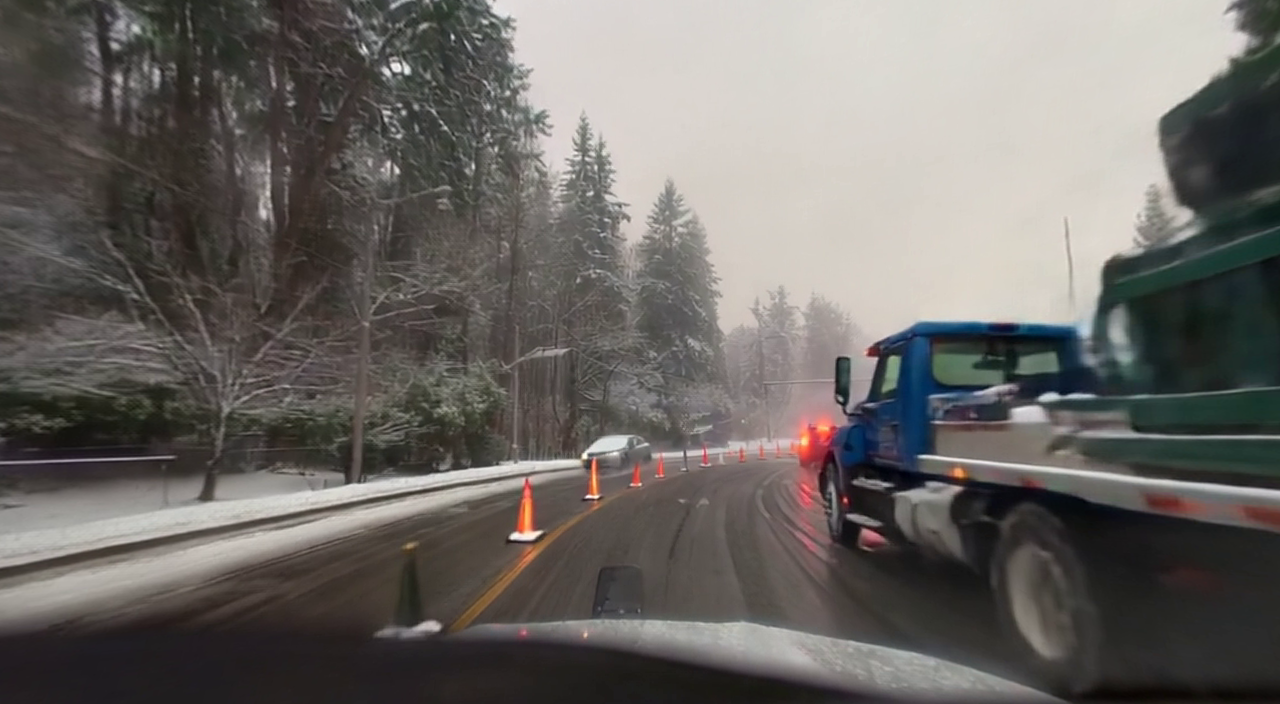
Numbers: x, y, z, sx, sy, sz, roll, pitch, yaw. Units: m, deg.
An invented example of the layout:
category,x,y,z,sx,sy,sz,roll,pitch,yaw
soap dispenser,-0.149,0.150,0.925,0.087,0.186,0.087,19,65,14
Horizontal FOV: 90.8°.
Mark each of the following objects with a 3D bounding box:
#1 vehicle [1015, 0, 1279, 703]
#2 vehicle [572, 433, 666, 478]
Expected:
category,x,y,z,sx,sy,sz,roll,pitch,yaw
vehicle,3.534,-0.120,1.018,2.874,2.542,4.840,-1,-8,1
vehicle,-0.677,3.770,23.433,1.945,1.494,4.201,-3,-8,22
